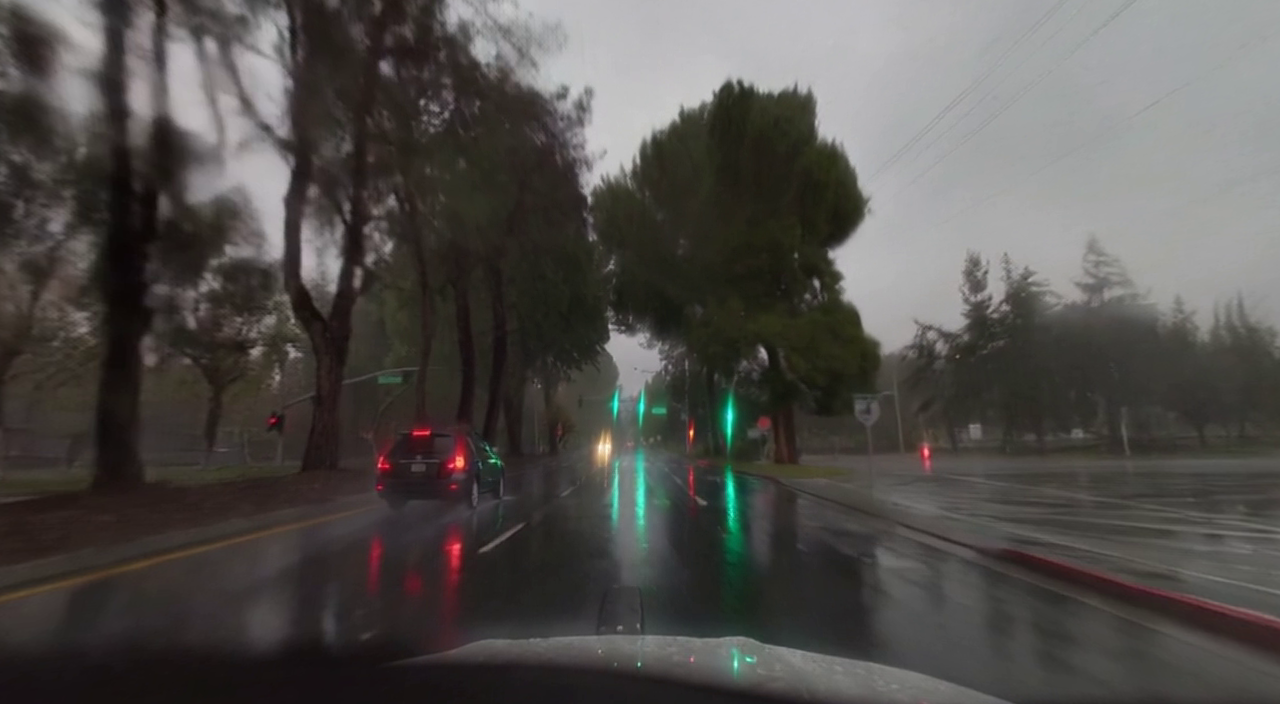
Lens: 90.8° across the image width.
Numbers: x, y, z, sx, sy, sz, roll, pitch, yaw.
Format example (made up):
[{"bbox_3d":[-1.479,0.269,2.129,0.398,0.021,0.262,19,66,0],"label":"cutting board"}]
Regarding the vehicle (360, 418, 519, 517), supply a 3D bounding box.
[{"bbox_3d":[-3.976,2.349,13.328,2.018,1.769,3.897,0,-8,0],"label":"vehicle"}]
